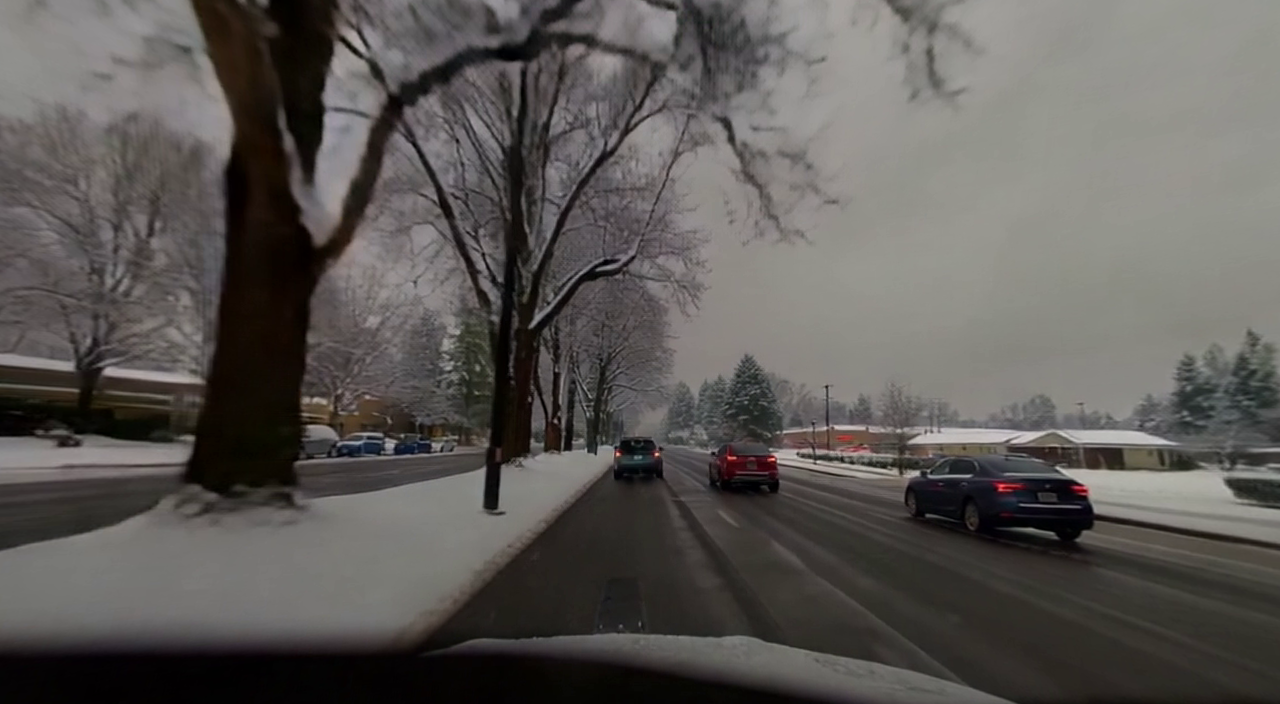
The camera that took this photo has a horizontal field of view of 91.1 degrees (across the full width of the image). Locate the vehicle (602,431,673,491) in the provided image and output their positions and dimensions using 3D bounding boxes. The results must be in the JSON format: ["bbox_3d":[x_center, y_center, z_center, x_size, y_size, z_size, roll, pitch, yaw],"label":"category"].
[{"bbox_3d":[-0.068,3.397,19.874,2.008,1.674,4.239,0,-8,0],"label":"vehicle"}]

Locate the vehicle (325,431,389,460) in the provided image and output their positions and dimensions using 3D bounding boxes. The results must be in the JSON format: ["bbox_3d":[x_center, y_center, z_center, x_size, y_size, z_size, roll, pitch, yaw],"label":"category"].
[{"bbox_3d":[-18.533,6.157,41.403,1.915,1.824,4.760,0,-8,1],"label":"vehicle"}]

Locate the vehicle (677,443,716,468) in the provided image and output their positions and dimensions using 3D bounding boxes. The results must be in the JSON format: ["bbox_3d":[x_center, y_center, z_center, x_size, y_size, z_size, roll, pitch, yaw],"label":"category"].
[{"bbox_3d":[3.582,6.586,40.231,2.012,1.462,4.163,0,-8,-1],"label":"vehicle"}]

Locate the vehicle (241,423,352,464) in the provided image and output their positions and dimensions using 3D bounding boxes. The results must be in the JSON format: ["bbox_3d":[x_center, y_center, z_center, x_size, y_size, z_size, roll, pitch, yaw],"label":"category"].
[{"bbox_3d":[-18.709,5.068,34.697,2.226,2.019,6.809,0,-8,1],"label":"vehicle"}]

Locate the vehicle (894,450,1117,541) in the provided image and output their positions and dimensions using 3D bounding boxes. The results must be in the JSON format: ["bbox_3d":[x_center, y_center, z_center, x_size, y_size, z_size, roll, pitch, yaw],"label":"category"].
[{"bbox_3d":[7.067,2.768,12.806,1.944,1.458,4.268,0,-8,-1],"label":"vehicle"}]

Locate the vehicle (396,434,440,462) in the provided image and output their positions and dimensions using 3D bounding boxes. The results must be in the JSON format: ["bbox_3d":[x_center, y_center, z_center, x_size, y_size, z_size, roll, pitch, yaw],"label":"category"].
[{"bbox_3d":[-14.140,6.078,39.768,2.161,1.642,4.587,4,-9,-24],"label":"vehicle"}]

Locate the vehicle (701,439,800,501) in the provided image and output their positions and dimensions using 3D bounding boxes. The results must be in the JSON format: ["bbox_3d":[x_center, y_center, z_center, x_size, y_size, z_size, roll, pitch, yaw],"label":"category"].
[{"bbox_3d":[2.957,3.240,17.702,1.932,1.510,4.168,0,-8,-1],"label":"vehicle"}]
